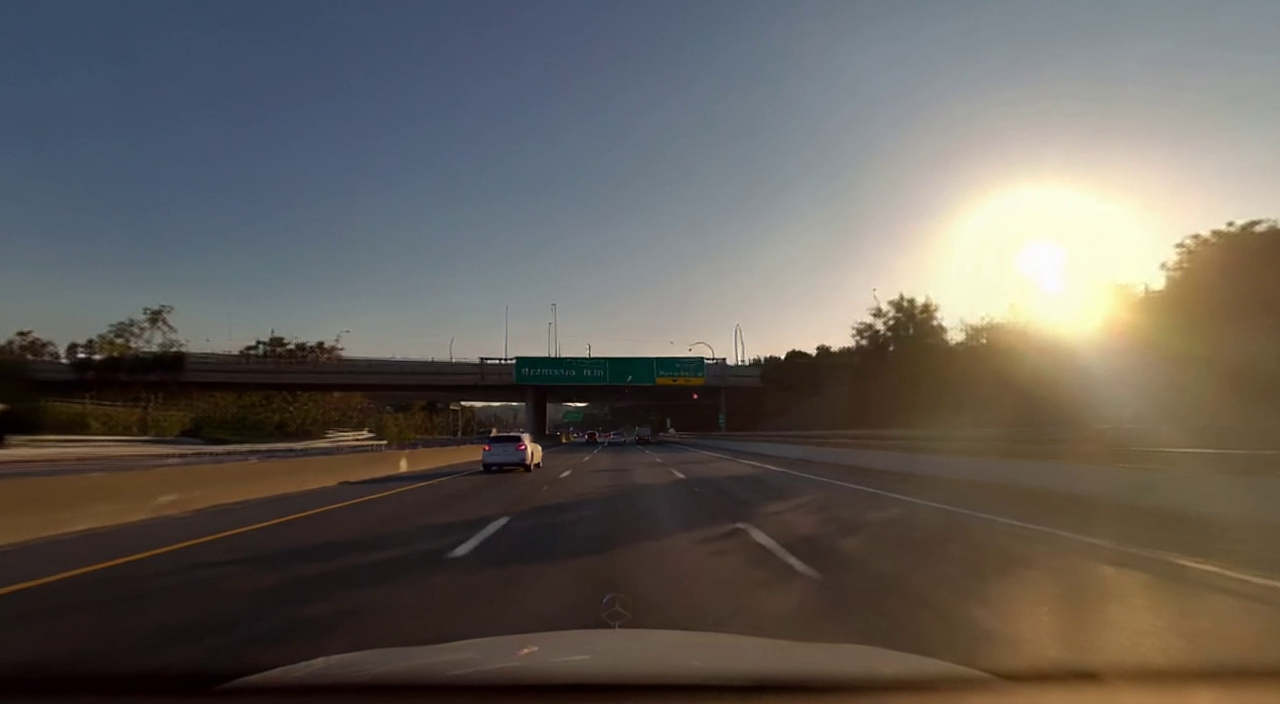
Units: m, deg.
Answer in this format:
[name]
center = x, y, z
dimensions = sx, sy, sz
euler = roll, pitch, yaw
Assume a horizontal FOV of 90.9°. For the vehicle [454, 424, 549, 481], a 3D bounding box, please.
[vehicle]
center = -4.197, 3.114, 19.851
dimensions = 2.062, 1.591, 4.156
euler = 0, -8, 0
